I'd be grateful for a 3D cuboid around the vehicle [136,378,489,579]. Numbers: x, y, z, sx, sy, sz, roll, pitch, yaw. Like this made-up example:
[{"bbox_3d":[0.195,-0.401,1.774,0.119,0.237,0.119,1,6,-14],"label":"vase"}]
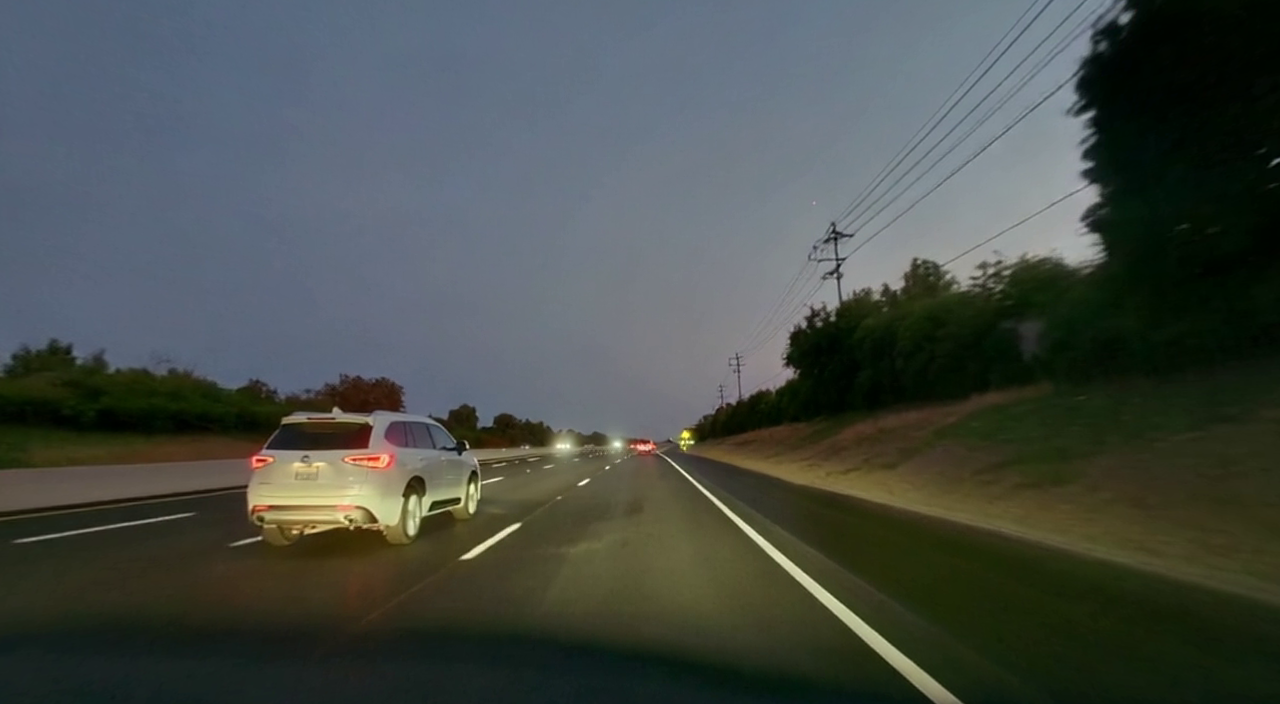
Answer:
[{"bbox_3d":[-3.842,1.606,8.803,2.136,1.975,5.037,0,-8,1],"label":"vehicle"}]
